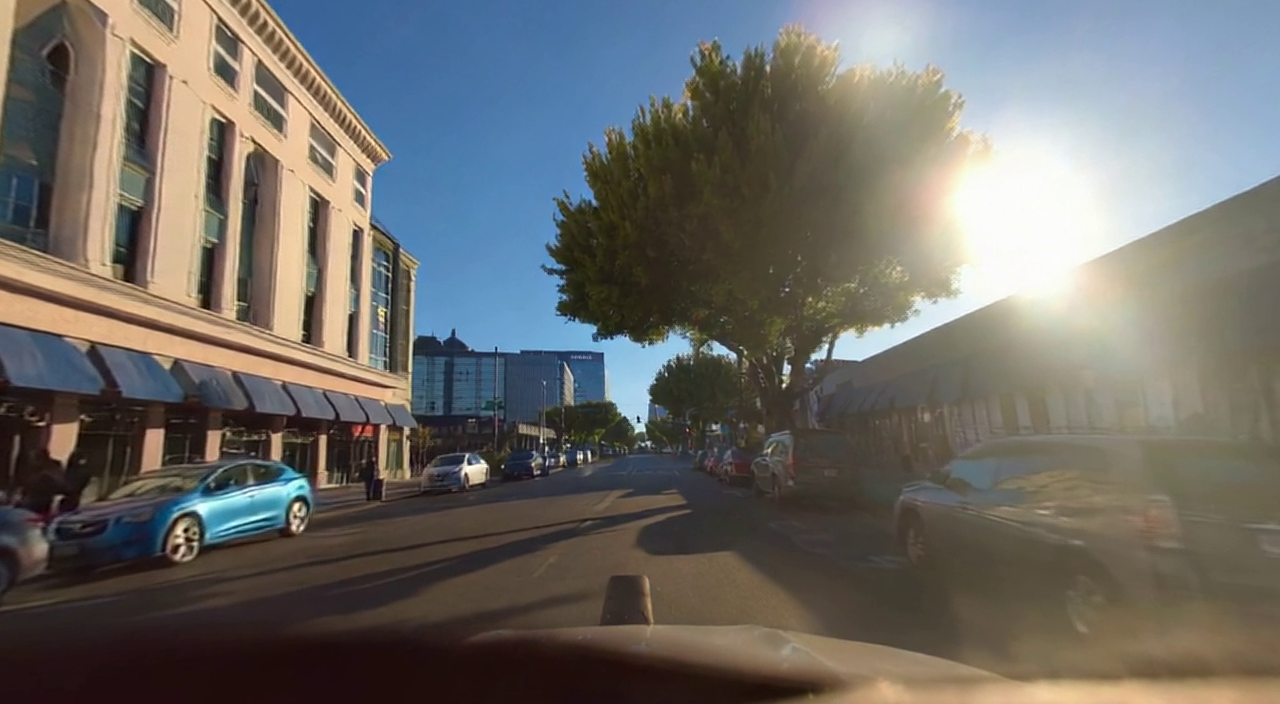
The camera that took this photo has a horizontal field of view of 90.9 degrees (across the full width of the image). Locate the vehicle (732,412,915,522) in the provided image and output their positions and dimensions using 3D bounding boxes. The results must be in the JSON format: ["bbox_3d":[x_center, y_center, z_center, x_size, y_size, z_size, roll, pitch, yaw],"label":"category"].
[{"bbox_3d":[3.789,2.472,14.334,2.390,2.005,5.276,0,-8,-2],"label":"vehicle"}]

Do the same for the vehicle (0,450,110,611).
[{"bbox_3d":[-7.223,1.613,4.867,2.001,1.502,4.851,-1,-7,1],"label":"vehicle"}]

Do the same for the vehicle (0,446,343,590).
[{"bbox_3d":[-7.073,2.369,10.052,2.182,1.522,4.946,-3,-7,2],"label":"vehicle"}]

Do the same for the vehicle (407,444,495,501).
[{"bbox_3d":[-7.163,4.553,24.538,1.996,1.770,5.518,-2,-7,-3],"label":"vehicle"}]

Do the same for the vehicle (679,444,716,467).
[{"bbox_3d":[4.046,7.400,45.141,2.081,1.463,4.263,0,-8,-3],"label":"vehicle"}]

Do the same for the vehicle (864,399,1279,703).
[{"bbox_3d":[3.910,1.375,5.730,2.008,1.644,4.476,0,-8,-1],"label":"vehicle"}]
